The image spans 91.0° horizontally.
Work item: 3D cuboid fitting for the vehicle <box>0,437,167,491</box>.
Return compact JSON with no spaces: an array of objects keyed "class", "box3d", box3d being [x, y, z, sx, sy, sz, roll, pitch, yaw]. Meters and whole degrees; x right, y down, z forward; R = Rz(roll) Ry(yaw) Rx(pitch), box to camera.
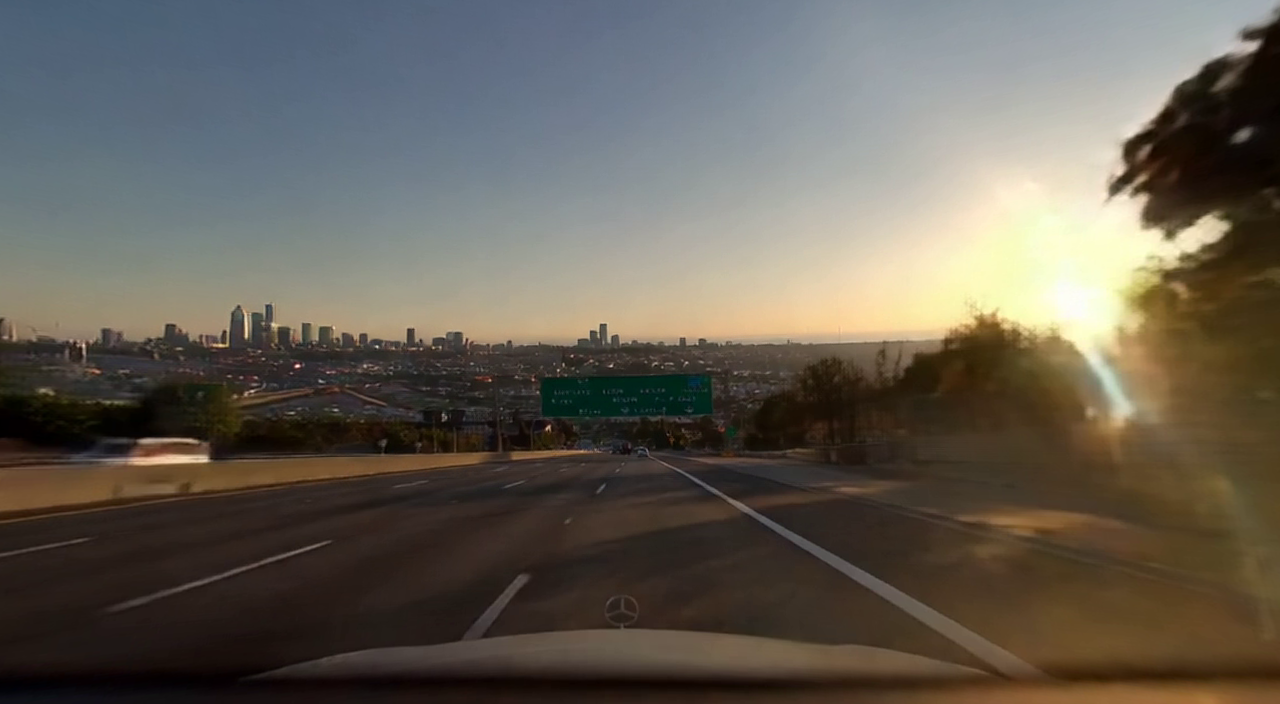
[{"class":"vehicle","box3d":[-19.535,3.880,22.004,2.049,1.633,5.058,-1,-9,0]}]
